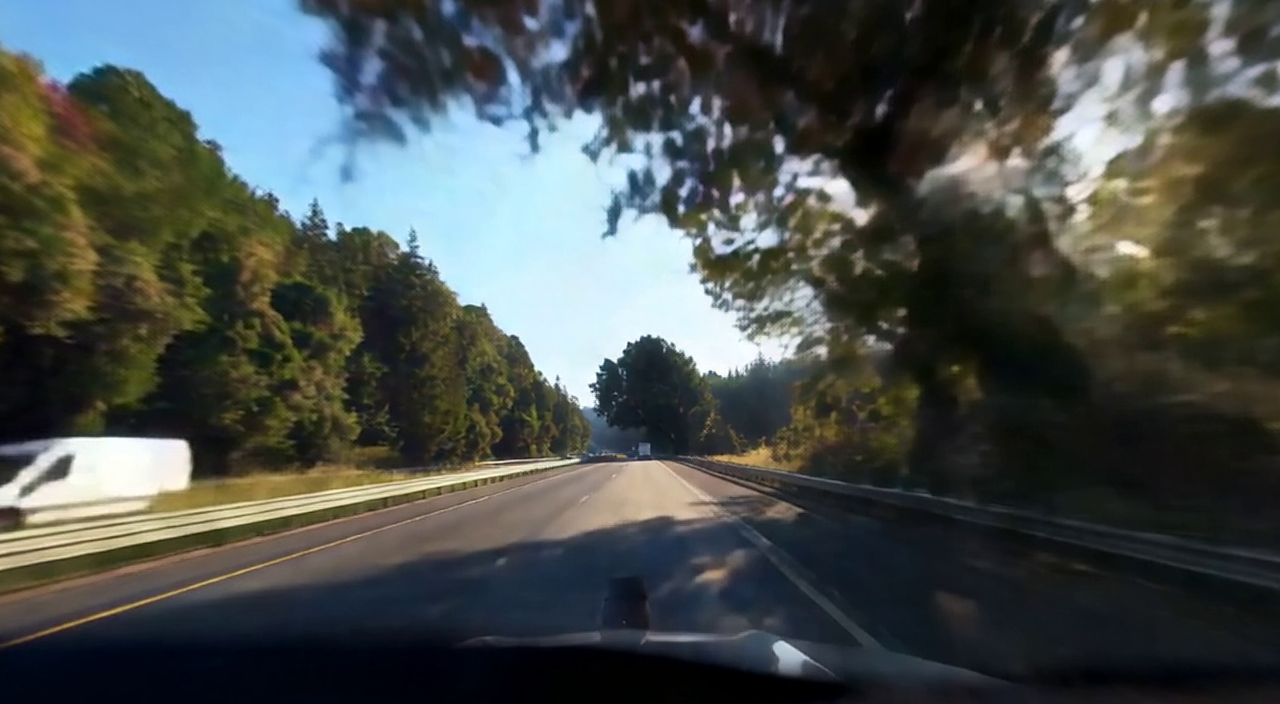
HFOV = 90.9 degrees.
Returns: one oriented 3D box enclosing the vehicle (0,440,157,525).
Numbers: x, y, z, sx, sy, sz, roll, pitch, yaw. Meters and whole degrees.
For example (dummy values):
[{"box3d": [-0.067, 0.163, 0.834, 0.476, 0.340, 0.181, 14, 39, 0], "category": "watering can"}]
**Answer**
[{"box3d": [-15.514, 3.268, 16.257, 2.140, 1.899, 4.803, 0, -9, 2], "category": "vehicle"}]
